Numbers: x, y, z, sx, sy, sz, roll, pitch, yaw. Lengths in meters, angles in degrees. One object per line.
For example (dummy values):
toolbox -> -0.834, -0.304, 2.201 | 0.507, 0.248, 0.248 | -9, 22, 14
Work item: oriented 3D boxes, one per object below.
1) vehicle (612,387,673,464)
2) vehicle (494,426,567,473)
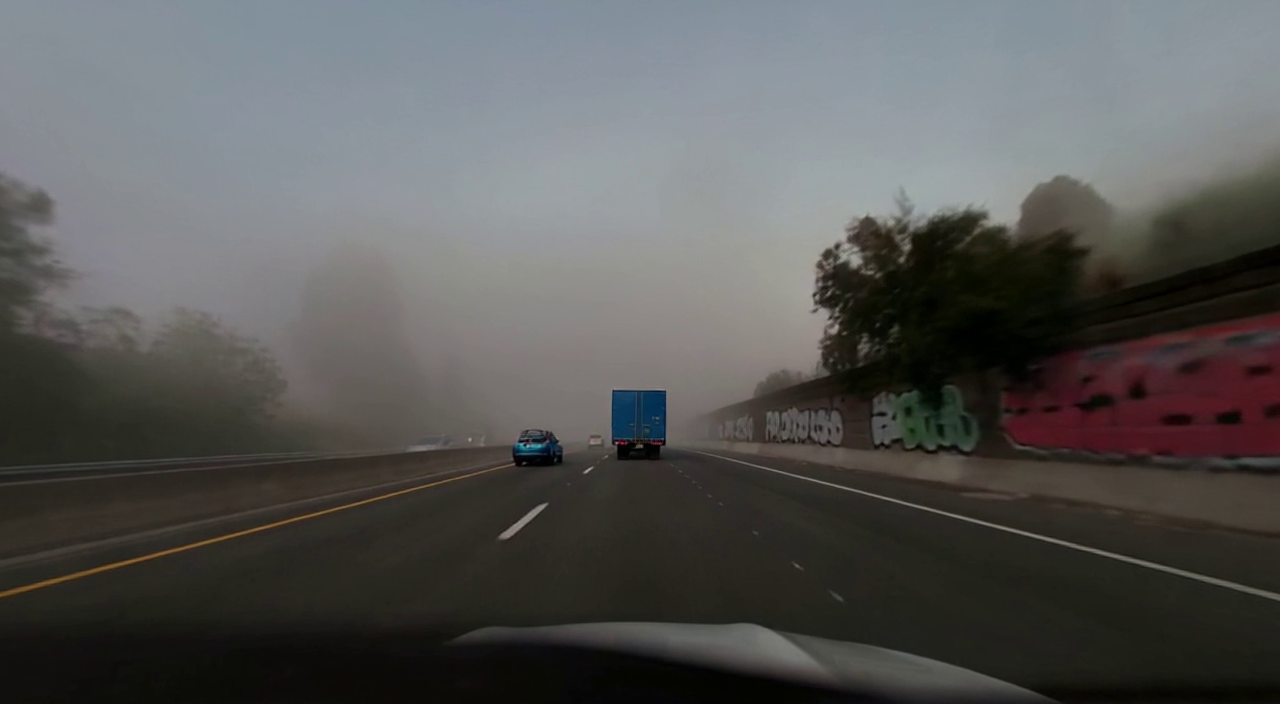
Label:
vehicle -> 0.031, 4.141, 34.739 | 2.927, 3.649, 9.443 | 0, -8, -1
vehicle -> -4.172, 3.779, 24.665 | 2.058, 1.645, 4.130 | 0, -8, 0
